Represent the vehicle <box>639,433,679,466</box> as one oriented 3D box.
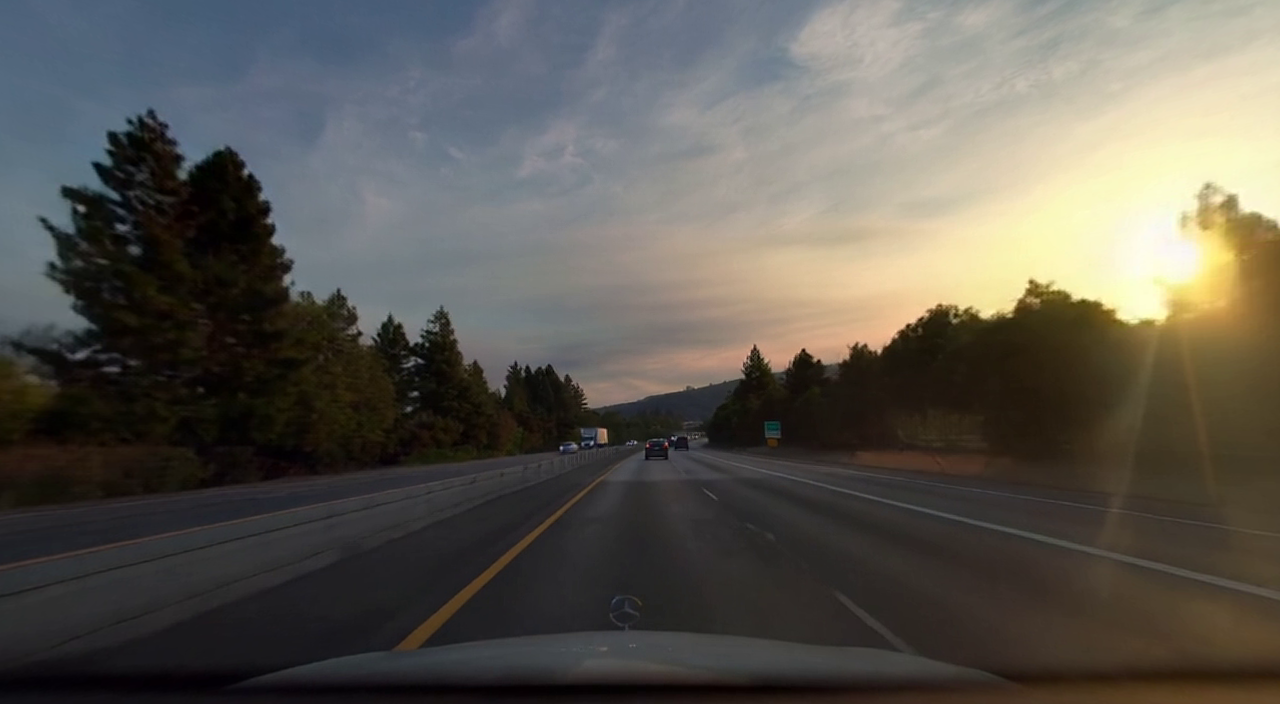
[{"bbox_3d":[1.174,6.044,39.118,2.301,1.944,4.554,0,-8,2],"label":"vehicle"}]
